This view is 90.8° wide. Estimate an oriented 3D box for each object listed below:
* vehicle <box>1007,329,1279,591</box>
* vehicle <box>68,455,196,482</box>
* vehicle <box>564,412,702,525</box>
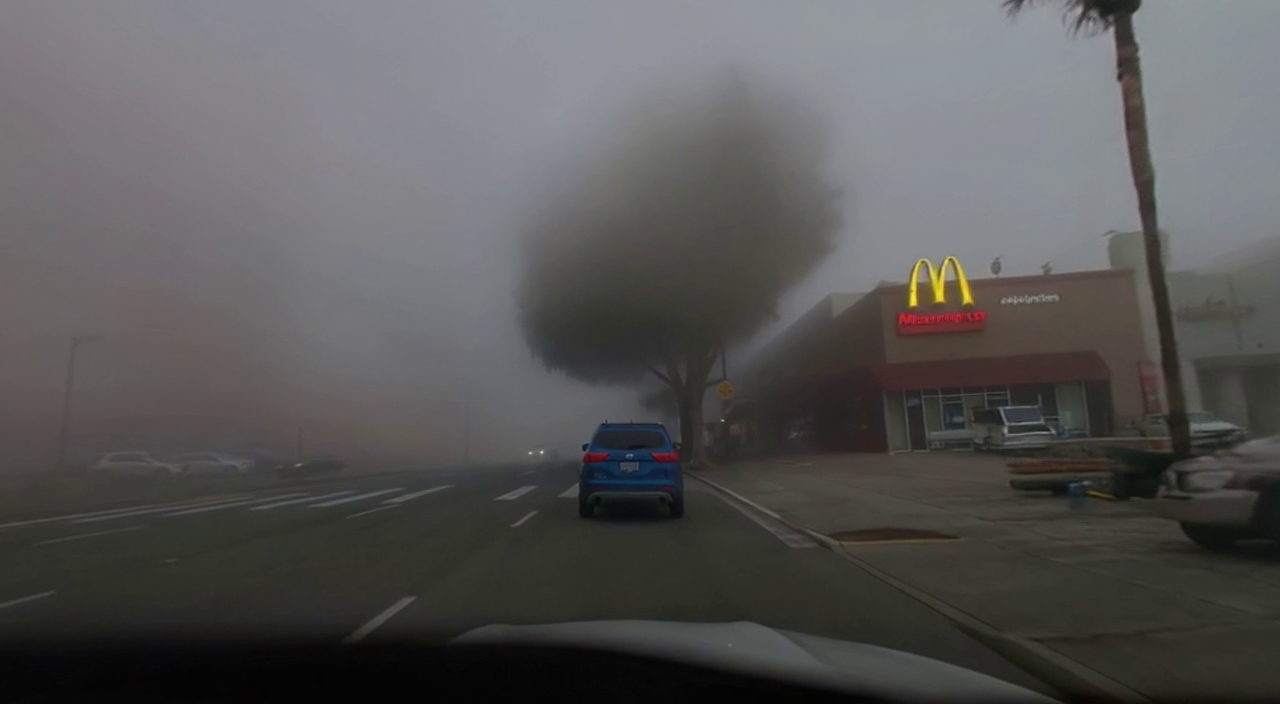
[{"bbox_3d":[6.231,0.860,5.331,4.828,1.733,2.231,0,-9,0],"label":"vehicle"},{"bbox_3d":[-28.127,6.476,35.202,5.154,1.343,1.943,4,-9,-24],"label":"vehicle"},{"bbox_3d":[-0.157,2.181,12.231,2.234,1.818,3.869,0,-9,-1],"label":"vehicle"}]
